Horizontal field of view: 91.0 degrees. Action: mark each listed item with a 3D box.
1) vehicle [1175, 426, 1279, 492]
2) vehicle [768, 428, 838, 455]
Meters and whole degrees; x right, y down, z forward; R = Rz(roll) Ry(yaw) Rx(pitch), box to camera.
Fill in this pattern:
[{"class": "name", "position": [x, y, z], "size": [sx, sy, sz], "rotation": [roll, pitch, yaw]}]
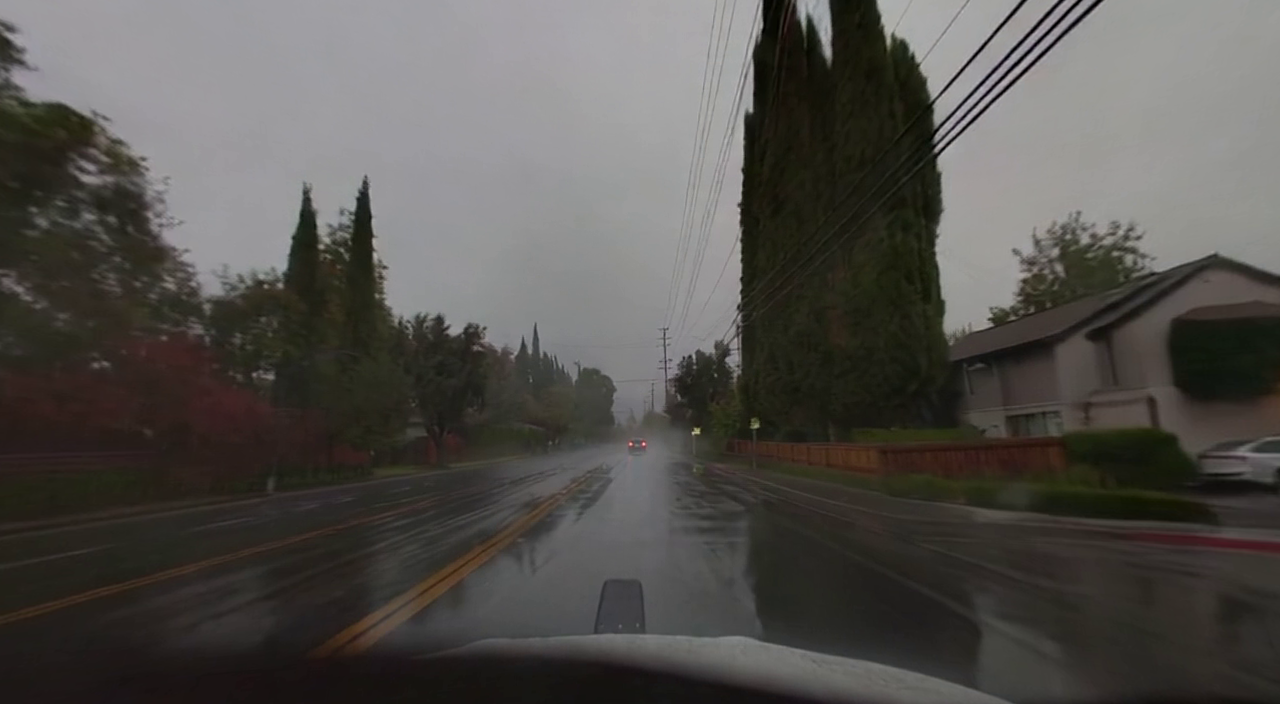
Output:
[{"class": "vehicle", "position": [15.201, 2.432, 14.550], "size": [4.034, 1.403, 1.821], "rotation": [0, -8, -2]}, {"class": "vehicle", "position": [12.799, 7.063, 49.741], "size": [4.905, 2.056, 2.058], "rotation": [0, -9, 0]}]
